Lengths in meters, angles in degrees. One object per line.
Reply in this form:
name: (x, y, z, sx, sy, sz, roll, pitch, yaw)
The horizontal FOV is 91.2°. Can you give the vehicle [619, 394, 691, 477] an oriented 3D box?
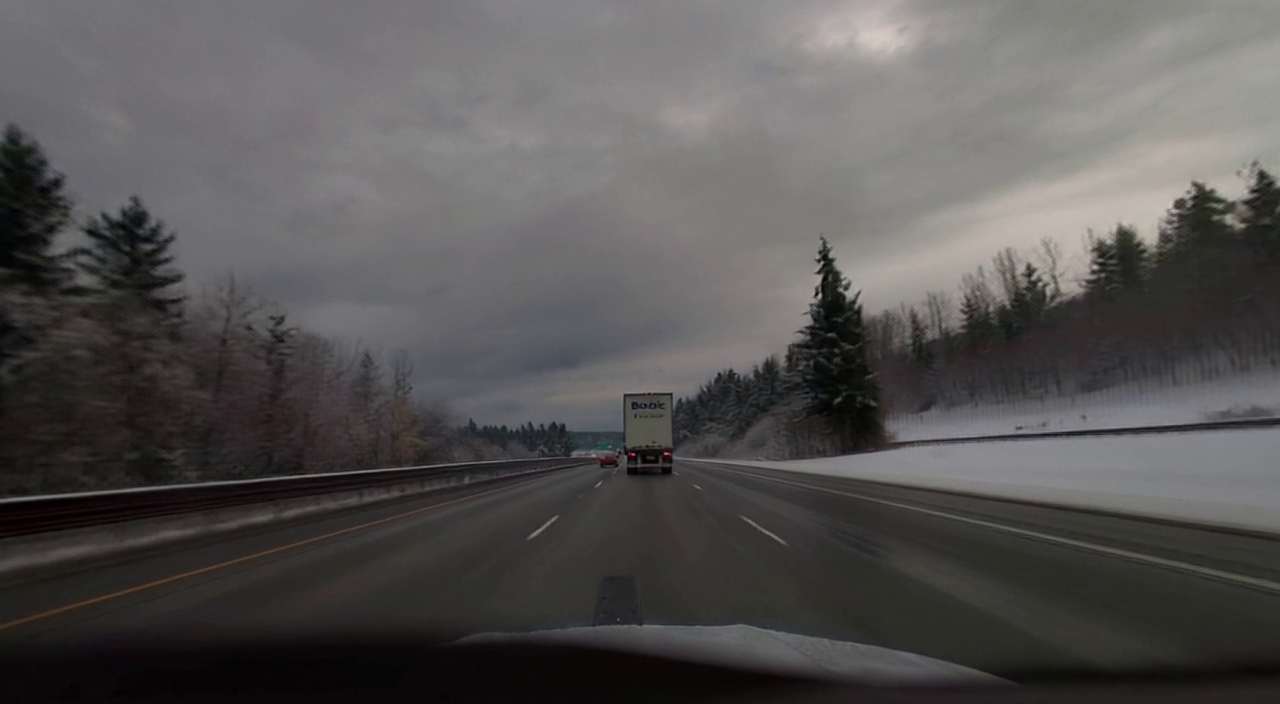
vehicle: (0.807, 5.439, 39.618, 3.537, 4.071, 17.399, 0, -9, 1)
